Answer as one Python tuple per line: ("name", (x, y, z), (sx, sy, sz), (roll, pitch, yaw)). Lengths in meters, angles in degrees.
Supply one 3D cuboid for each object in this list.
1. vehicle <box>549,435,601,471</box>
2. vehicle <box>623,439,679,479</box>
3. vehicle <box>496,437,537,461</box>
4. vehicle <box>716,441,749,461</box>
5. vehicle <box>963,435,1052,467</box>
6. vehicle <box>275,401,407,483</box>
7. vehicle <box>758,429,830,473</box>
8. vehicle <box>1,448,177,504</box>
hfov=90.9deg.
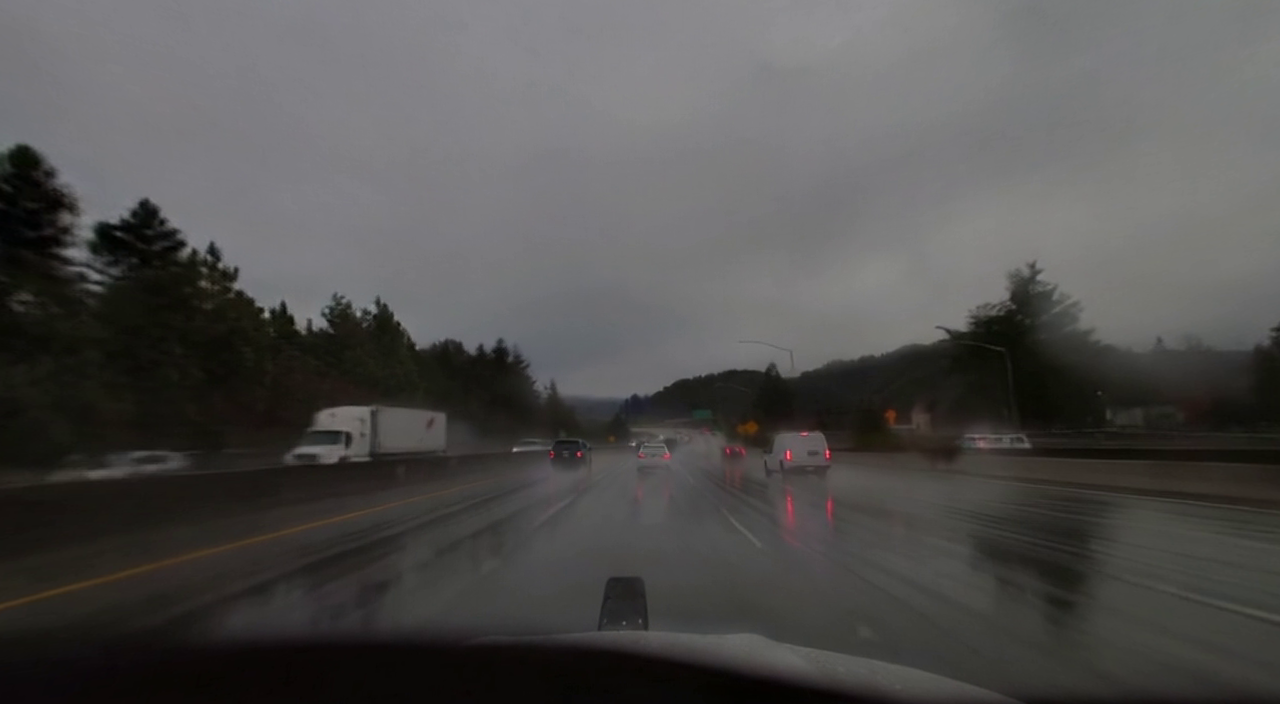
("vehicle", (-3.286, 5.230, 32.731), (2.140, 1.720, 4.410), (0, -9, 1))
("vehicle", (0.422, 4.328, 25.685), (2.071, 1.464, 4.162), (0, -9, 0))
("vehicle", (-9.039, 7.148, 46.440), (1.969, 1.668, 4.739), (-1, -9, 1))
("vehicle", (7.270, 7.836, 49.967), (1.894, 1.511, 4.148), (0, -9, -1))
("vehicle", (20.731, 5.615, 35.862), (1.912, 1.652, 4.601), (1, -9, -6))
("vehicle", (-15.979, 4.949, 34.696), (3.004, 3.919, 8.546), (0, -9, 0))
("vehicle", (7.265, 4.752, 30.334), (2.094, 1.916, 5.099), (0, -9, 0))
("vehicle", (-19.596, 4.372, 22.801), (1.973, 1.775, 4.772), (0, -9, 1))
